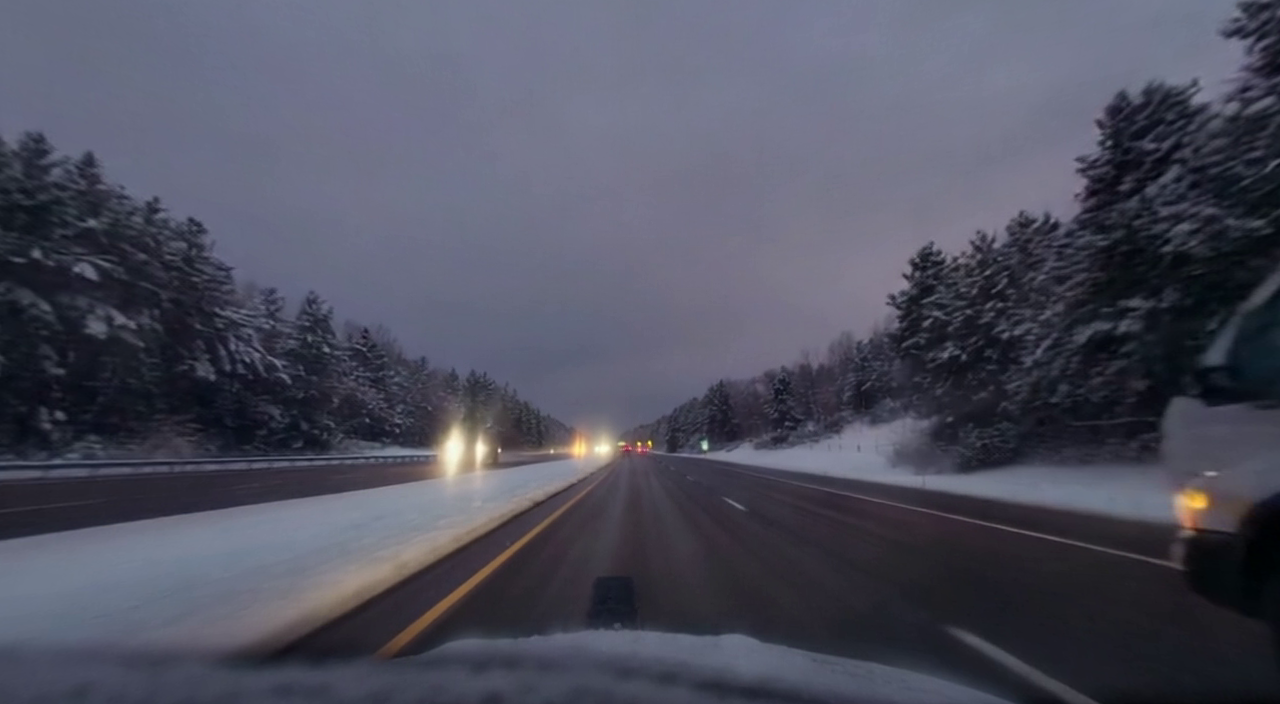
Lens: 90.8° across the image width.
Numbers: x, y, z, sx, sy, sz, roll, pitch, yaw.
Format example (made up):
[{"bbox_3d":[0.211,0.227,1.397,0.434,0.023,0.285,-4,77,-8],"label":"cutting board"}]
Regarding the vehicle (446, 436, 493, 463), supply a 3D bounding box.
[{"bbox_3d":[-12.676,7.291,47.282,2.133,1.882,5.138,0,-9,-1],"label":"vehicle"}]
